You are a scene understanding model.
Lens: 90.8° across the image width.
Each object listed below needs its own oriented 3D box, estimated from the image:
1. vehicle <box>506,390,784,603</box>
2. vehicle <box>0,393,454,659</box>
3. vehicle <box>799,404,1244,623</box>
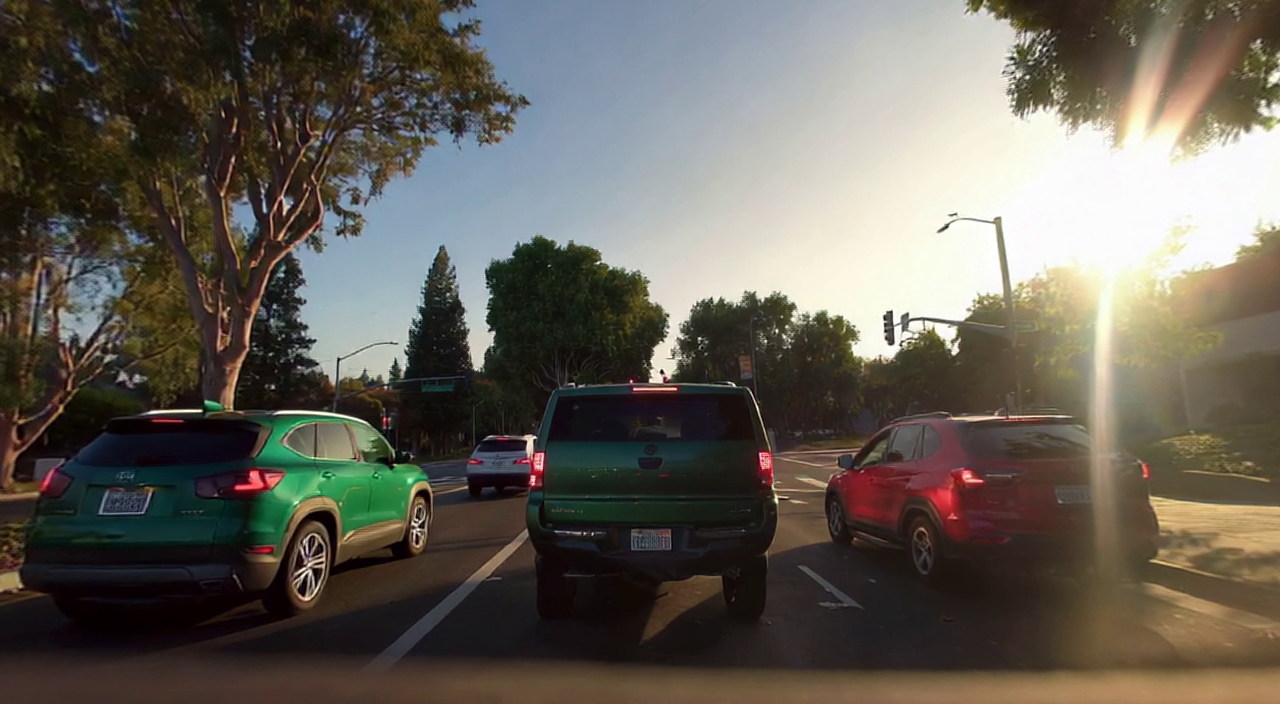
[{"bbox_3d":[0.024,1.484,7.249,2.294,1.761,3.857,0,-9,-1],"label":"vehicle"},{"bbox_3d":[-3.369,1.377,6.017,1.961,1.639,4.064,0,-9,0],"label":"vehicle"},{"bbox_3d":[3.472,1.551,7.047,2.202,1.657,4.298,0,-9,-1],"label":"vehicle"}]
